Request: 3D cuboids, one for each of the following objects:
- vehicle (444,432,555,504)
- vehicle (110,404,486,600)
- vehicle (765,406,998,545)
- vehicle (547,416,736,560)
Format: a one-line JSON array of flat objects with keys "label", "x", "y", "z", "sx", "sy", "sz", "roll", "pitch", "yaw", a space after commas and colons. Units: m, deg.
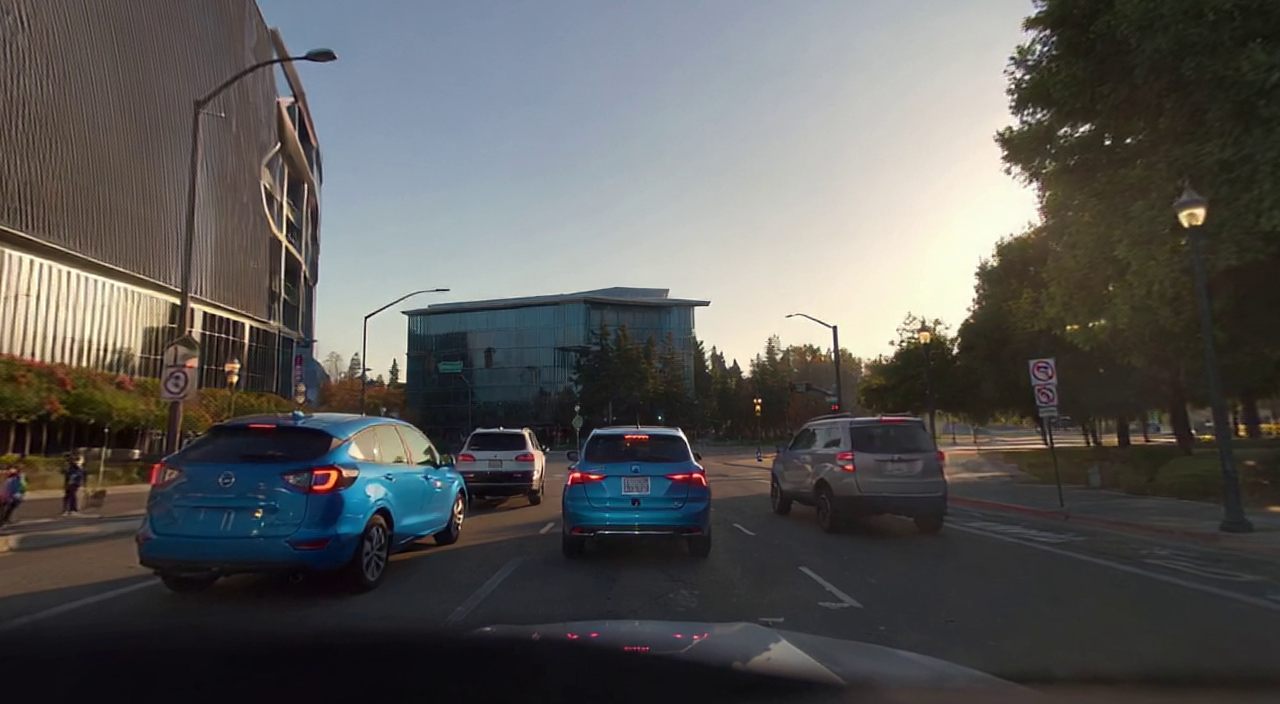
[{"label": "vehicle", "x": -3.625, "y": 3.067, "z": 17.183, "sx": 2.068, "sy": 1.678, "sz": 4.199, "roll": 0, "pitch": -8, "yaw": 0}, {"label": "vehicle", "x": -3.532, "y": 1.634, "z": 7.769, "sx": 2.083, "sy": 1.691, "sz": 4.398, "roll": 0, "pitch": -8, "yaw": 1}, {"label": "vehicle", "x": 3.661, "y": 1.966, "z": 10.703, "sx": 2.026, "sy": 1.819, "sz": 4.579, "roll": 0, "pitch": -8, "yaw": -1}, {"label": "vehicle", "x": -0.016, "y": 1.898, "z": 9.516, "sx": 2.207, "sy": 1.659, "sz": 4.155, "roll": 0, "pitch": -8, "yaw": -1}]
